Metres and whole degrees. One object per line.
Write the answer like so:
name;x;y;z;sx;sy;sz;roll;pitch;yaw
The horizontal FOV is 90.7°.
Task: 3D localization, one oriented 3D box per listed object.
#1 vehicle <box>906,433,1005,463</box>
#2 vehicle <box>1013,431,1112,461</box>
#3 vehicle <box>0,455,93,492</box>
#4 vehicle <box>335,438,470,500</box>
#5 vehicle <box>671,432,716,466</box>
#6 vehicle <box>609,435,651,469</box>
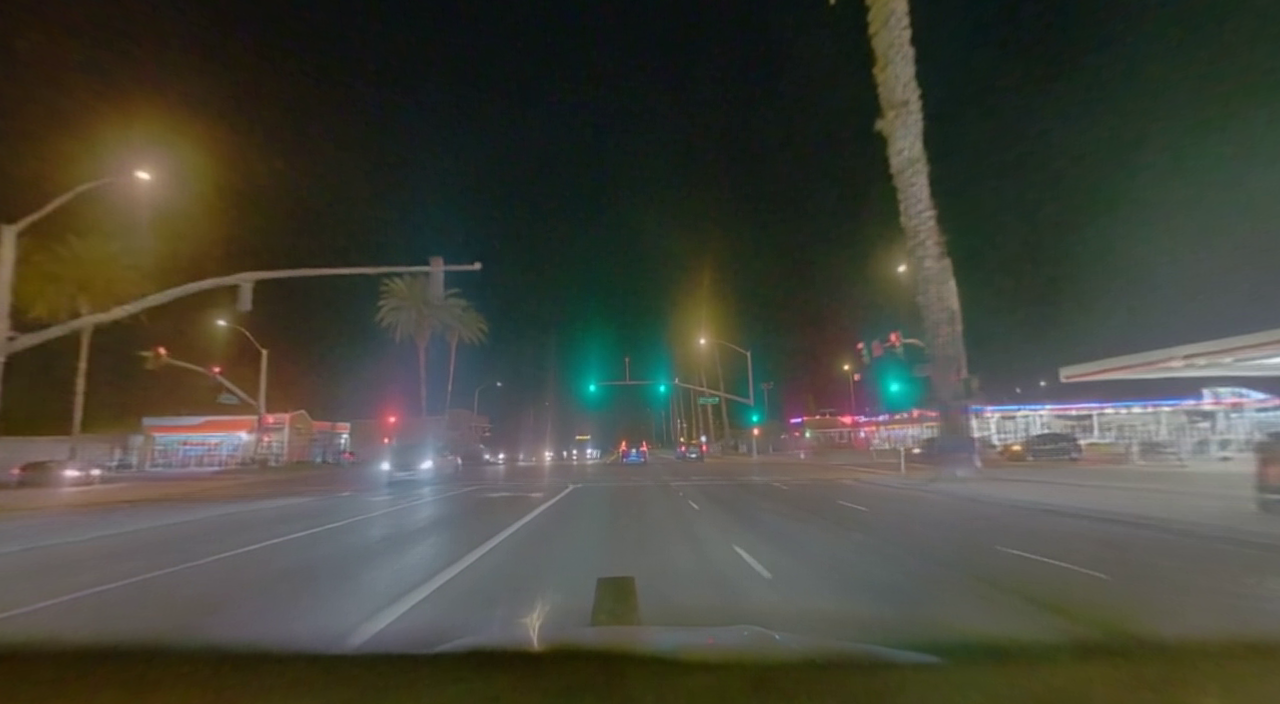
vehicle;18.585;5.652;37.383;4.685;1.704;2.118;0;-8;-2
vehicle;24.966;5.577;37.502;4.398;1.700;2.012;0;-9;-3
vehicle;-28.251;5.569;28.922;4.659;1.475;1.910;-2;-8;-2
vehicle;-6.319;3.154;17.509;1.979;1.480;4.553;0;-8;0
vehicle;3.161;5.952;38.820;2.190;1.913;5.174;0;-8;-1
vehicle;-0.528;5.513;35.071;2.177;1.754;3.815;0;-8;-1
